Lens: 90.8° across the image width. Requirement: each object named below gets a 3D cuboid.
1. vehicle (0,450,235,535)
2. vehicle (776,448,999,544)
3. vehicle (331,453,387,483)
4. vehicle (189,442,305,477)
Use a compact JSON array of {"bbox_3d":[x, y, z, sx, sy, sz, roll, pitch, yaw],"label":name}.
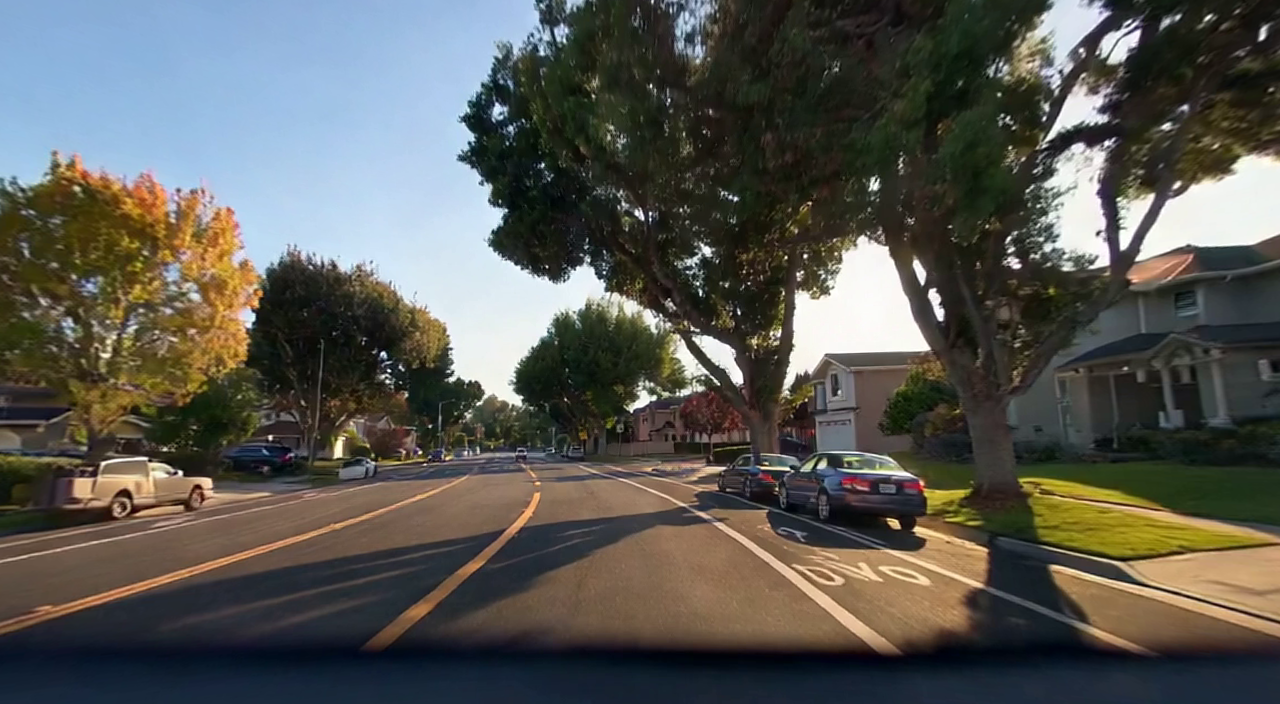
[{"bbox_3d":[-12.266,3.248,15.394,2.180,1.472,4.933,-4,-8,-9],"label":"vehicle"},{"bbox_3d":[4.319,2.568,12.102,1.872,1.423,4.874,1,-9,-6],"label":"vehicle"},{"bbox_3d":[-15.784,6.526,35.715,1.870,1.451,4.140,0,-8,-10],"label":"vehicle"},{"bbox_3d":[-24.121,6.629,38.984,5.560,1.892,2.099,0,-10,-8],"label":"vehicle"}]
